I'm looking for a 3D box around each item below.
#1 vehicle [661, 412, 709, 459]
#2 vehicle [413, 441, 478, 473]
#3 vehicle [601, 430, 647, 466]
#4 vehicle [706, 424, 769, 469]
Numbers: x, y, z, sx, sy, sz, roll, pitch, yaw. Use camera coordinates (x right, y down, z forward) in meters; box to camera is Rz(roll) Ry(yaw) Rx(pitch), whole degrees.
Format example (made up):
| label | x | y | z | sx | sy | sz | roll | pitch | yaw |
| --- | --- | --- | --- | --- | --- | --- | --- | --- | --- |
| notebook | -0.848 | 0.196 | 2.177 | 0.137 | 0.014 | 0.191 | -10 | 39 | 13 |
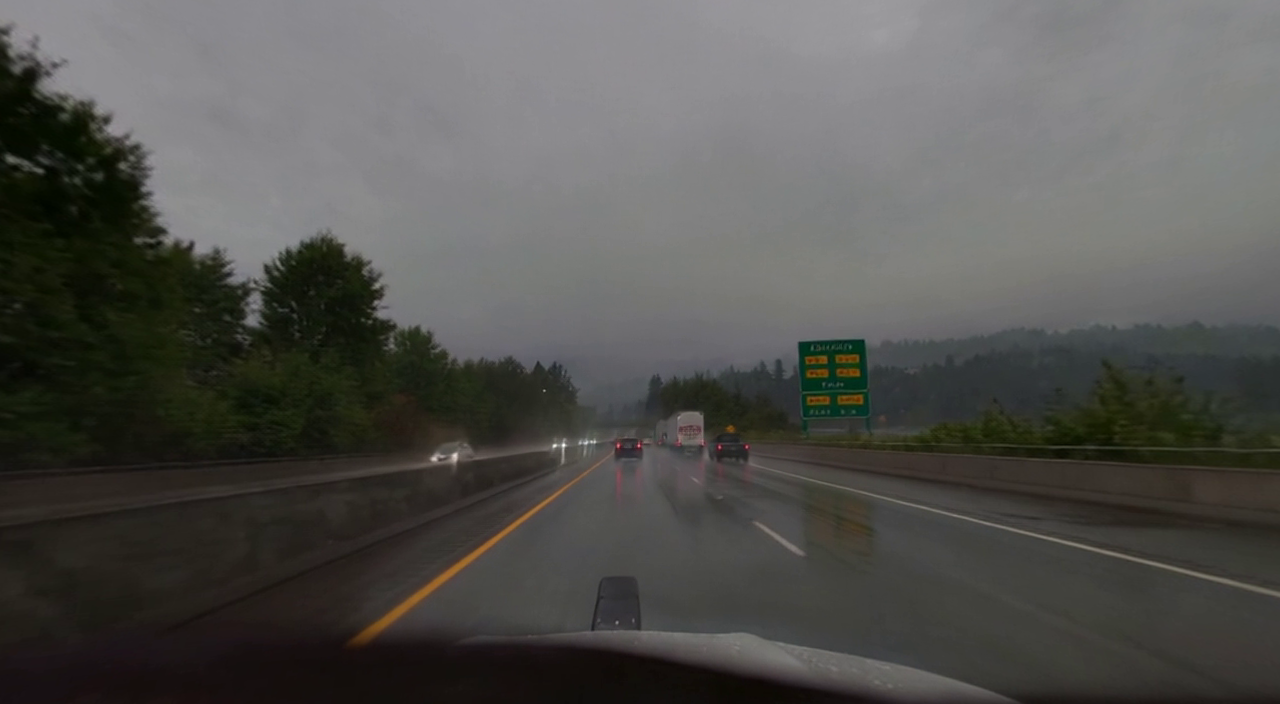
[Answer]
| label | x | y | z | sx | sy | sz | roll | pitch | yaw |
| --- | --- | --- | --- | --- | --- | --- | --- | --- | --- |
| vehicle | 3.098 | 6.001 | 45.266 | 2.728 | 3.053 | 7.708 | 0 | -8 | -1 |
| vehicle | -9.636 | 5.208 | 31.620 | 1.874 | 1.441 | 4.450 | 0 | -8 | 0 |
| vehicle | -0.795 | 4.827 | 32.031 | 2.206 | 1.681 | 4.111 | 0 | -8 | -1 |
| vehicle | 4.354 | 4.294 | 28.911 | 2.073 | 1.905 | 4.023 | 0 | -8 | -3 |
